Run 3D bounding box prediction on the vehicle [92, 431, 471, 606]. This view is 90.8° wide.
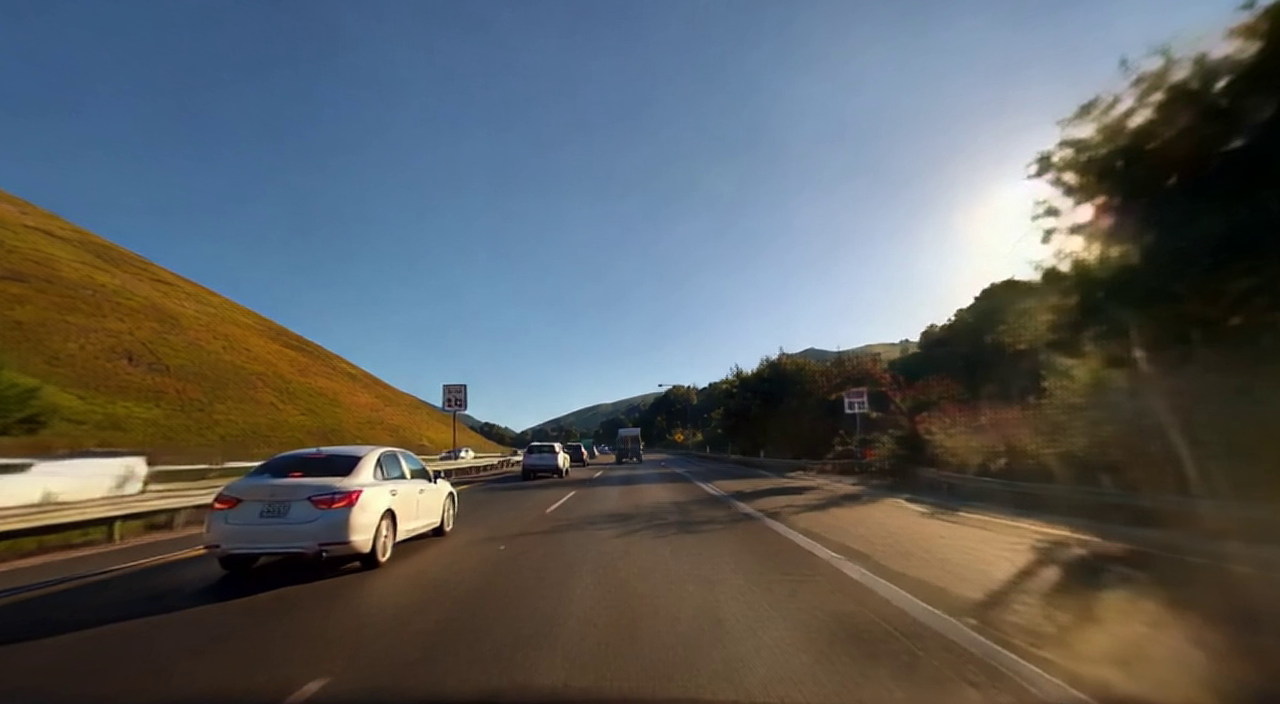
[{"bbox_3d":[-3.635,1.747,7.638,1.988,1.440,4.504,0,-9,-1],"label":"vehicle"}]

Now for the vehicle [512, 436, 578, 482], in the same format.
[{"bbox_3d":[-3.848,4.412,26.230,2.073,1.694,4.162,-1,-9,0],"label":"vehicle"}]
